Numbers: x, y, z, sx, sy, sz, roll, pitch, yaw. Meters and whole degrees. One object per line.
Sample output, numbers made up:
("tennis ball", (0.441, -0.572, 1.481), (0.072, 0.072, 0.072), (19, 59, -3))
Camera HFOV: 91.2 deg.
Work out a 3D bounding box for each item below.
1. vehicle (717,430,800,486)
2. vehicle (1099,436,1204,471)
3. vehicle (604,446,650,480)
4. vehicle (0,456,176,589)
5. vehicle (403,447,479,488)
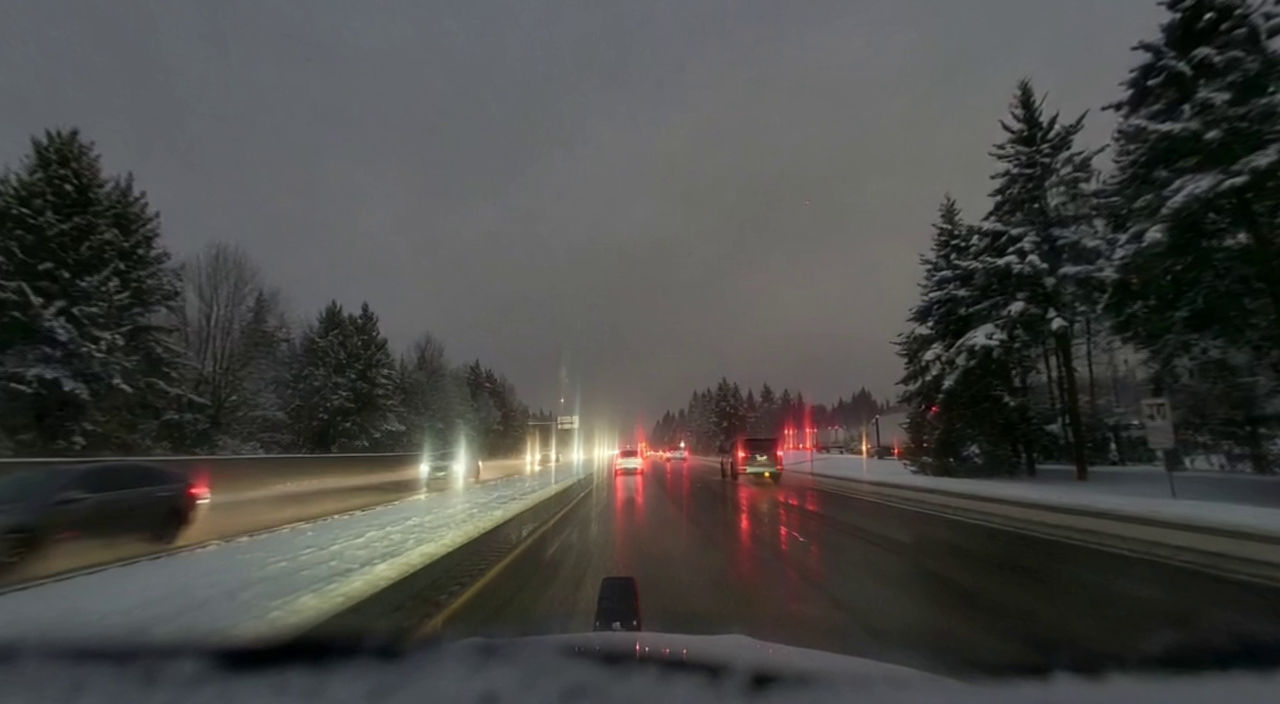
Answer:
("vehicle", (4.514, 4.157, 24.741), (2.261, 1.952, 4.784), (0, -9, 0))
("vehicle", (25.712, 5.118, 31.730), (1.920, 1.589, 4.604), (-2, -9, 9))
("vehicle", (-0.580, 5.122, 29.170), (2.029, 1.483, 3.769), (0, -9, 0))
("vehicle", (-8.608, 2.125, 7.876), (1.913, 1.537, 4.729), (0, -9, 0))
("vehicle", (-9.052, 5.265, 28.878), (2.020, 1.686, 4.335), (0, -9, 1))
